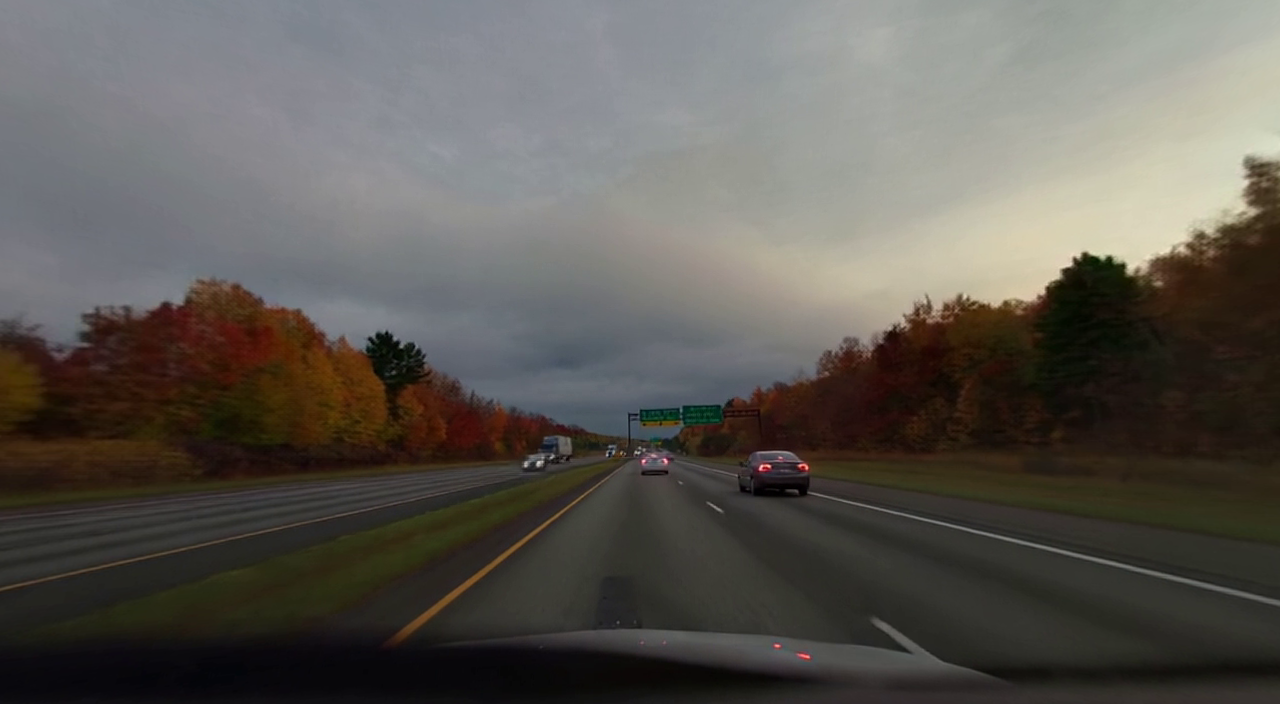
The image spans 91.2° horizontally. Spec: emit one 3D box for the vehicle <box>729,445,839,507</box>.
[{"bbox_3d":[3.949,3.474,18.007,2.119,1.557,4.163,0,-9,0],"label":"vehicle"}]

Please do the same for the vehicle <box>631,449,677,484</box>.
[{"bbox_3d":[0.653,5.491,30.381,2.070,1.546,4.648,0,-9,1],"label":"vehicle"}]
